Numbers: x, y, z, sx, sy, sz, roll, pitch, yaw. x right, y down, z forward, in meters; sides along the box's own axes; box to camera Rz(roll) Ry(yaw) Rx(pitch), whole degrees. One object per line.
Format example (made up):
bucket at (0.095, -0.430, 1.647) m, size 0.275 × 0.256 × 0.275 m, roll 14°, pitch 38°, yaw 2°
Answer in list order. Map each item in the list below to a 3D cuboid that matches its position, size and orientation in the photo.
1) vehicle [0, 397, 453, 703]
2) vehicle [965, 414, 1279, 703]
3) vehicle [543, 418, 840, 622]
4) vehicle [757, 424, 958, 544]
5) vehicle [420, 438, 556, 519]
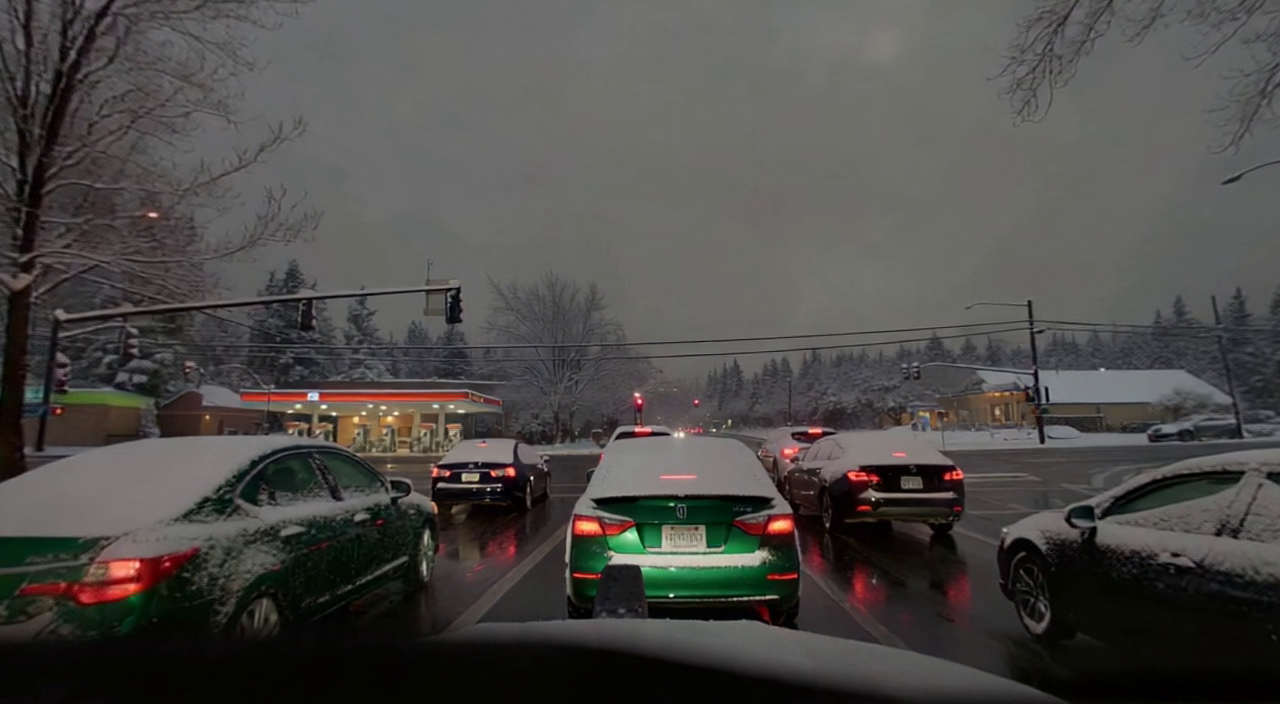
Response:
vehicle at (-3.005, 1.249, 4.625) m, size 1.887 × 1.493 × 4.255 m, roll 0°, pitch -9°, yaw 1°
vehicle at (4.180, 1.135, 3.612) m, size 1.950 × 1.497 × 4.686 m, roll 0°, pitch -9°, yaw -3°
vehicle at (0.328, 1.584, 6.946) m, size 2.220 × 1.507 × 4.317 m, roll 0°, pitch -9°, yaw -2°
vehicle at (3.377, 2.126, 10.790) m, size 1.947 × 1.630 × 4.127 m, roll 0°, pitch -9°, yaw 0°
vehicle at (-3.070, 2.643, 13.701) m, size 1.867 × 1.474 × 4.237 m, roll 0°, pitch -9°, yaw 1°
